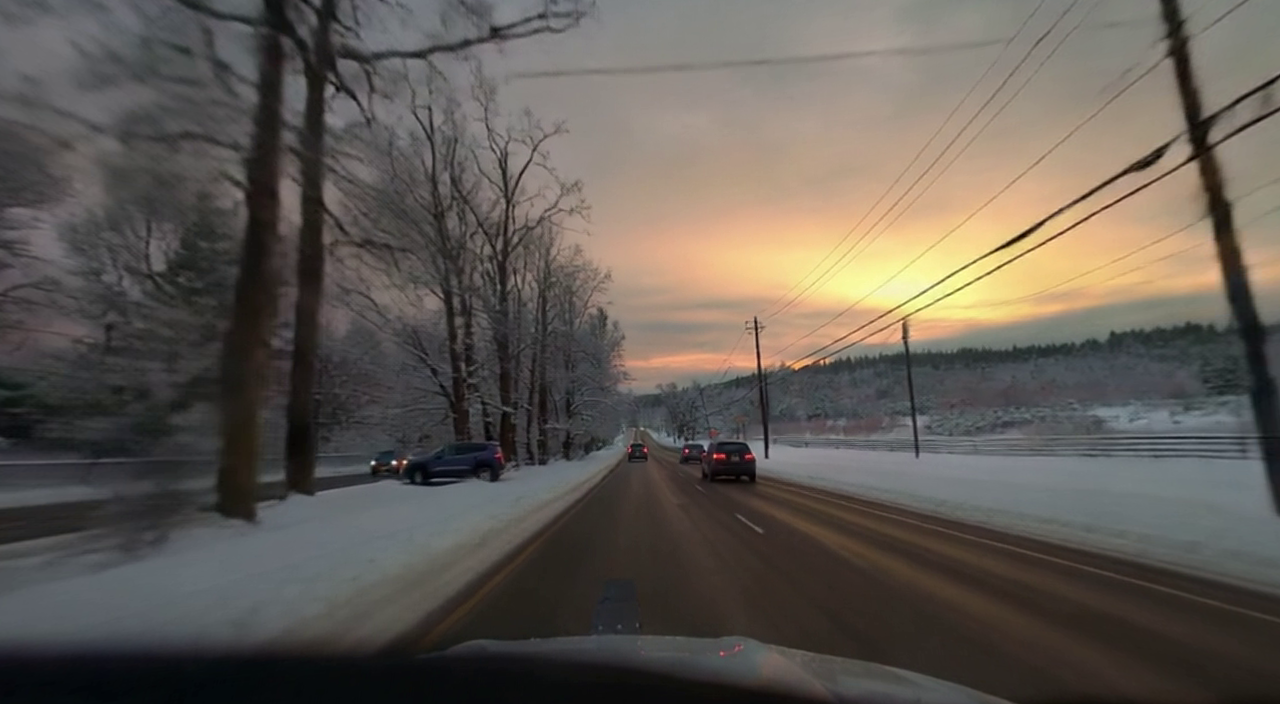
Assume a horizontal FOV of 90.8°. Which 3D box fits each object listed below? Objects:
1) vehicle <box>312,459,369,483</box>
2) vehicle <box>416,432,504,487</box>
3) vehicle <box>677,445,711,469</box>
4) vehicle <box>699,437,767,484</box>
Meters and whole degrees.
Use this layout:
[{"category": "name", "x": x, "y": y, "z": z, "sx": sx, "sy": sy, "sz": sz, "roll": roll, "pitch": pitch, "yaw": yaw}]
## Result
[{"category": "vehicle", "x": -22.021, "y": 8.769, "z": 46.707, "sx": 2.005, "sy": 1.567, "sz": 4.461, "roll": 0, "pitch": -8, "yaw": 0}, {"category": "vehicle", "x": -8.935, "y": 5.345, "z": 31.576, "sx": 3.613, "sy": 2.628, "sz": 2.227, "roll": 0, "pitch": -9, "yaw": 2}, {"category": "vehicle", "x": 3.816, "y": 7.533, "z": 45.518, "sx": 2.012, "sy": 1.653, "sz": 4.115, "roll": 0, "pitch": -9, "yaw": -1}, {"category": "vehicle", "x": 3.881, "y": 4.636, "z": 27.228, "sx": 2.112, "sy": 1.825, "sz": 4.574, "roll": 0, "pitch": -9, "yaw": -2}]
